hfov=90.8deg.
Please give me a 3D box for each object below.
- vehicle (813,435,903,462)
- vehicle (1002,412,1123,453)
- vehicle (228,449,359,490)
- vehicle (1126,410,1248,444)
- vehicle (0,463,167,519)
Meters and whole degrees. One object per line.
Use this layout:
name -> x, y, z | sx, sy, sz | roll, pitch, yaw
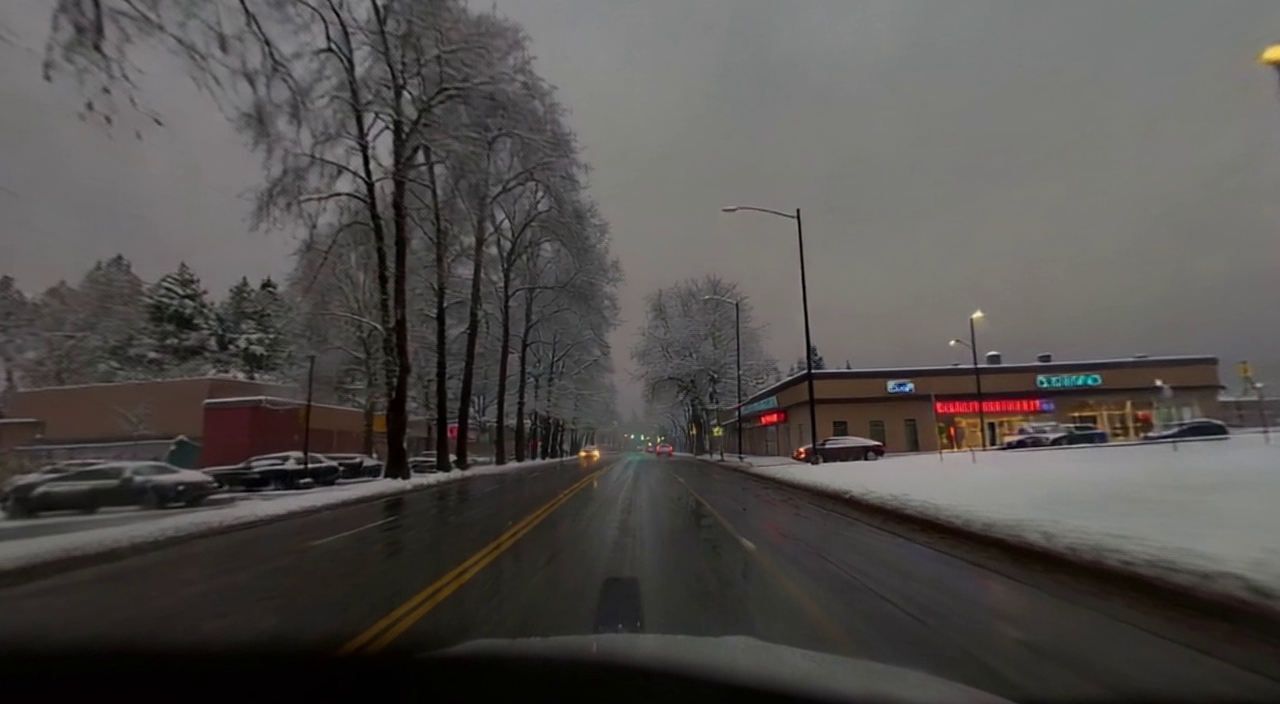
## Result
vehicle -> 12.136, 5.398, 35.420 | 4.404, 1.445, 1.844 | -2, -9, 8
vehicle -> 24.968, 4.811, 37.501 | 5.444, 1.901, 2.250 | -5, -8, 0
vehicle -> -15.289, 5.189, 28.044 | 4.579, 1.701, 2.033 | -1, -9, 1
vehicle -> 32.269, 4.468, 37.382 | 5.318, 1.849, 2.058 | 0, -9, -2
vehicle -> -15.877, 3.874, 17.752 | 3.771, 1.404, 1.639 | 0, -9, -2
